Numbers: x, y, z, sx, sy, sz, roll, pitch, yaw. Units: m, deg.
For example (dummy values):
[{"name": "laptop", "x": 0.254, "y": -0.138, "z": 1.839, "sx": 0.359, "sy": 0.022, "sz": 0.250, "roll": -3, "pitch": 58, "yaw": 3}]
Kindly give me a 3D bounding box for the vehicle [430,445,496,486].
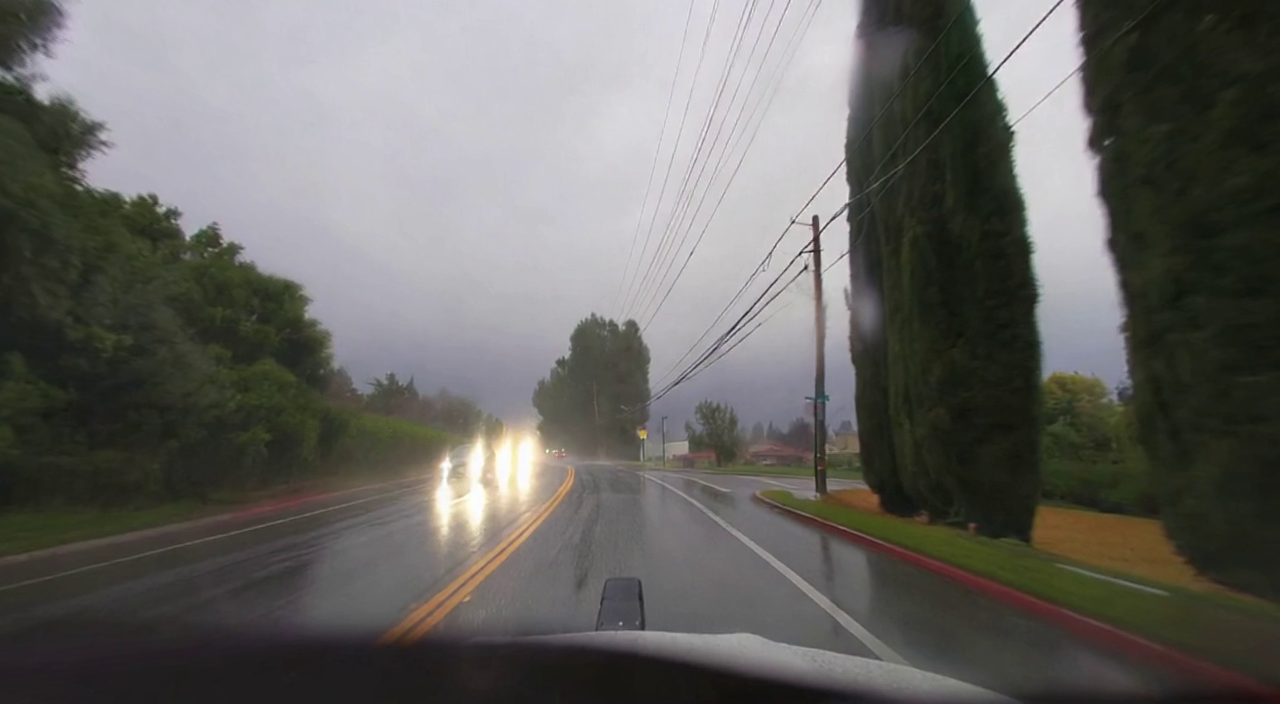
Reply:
[{"name": "vehicle", "x": -7.747, "y": 4.965, "z": 28.095, "sx": 2.001, "sy": 1.647, "sz": 4.514, "roll": 1, "pitch": -8, "yaw": -5}]
